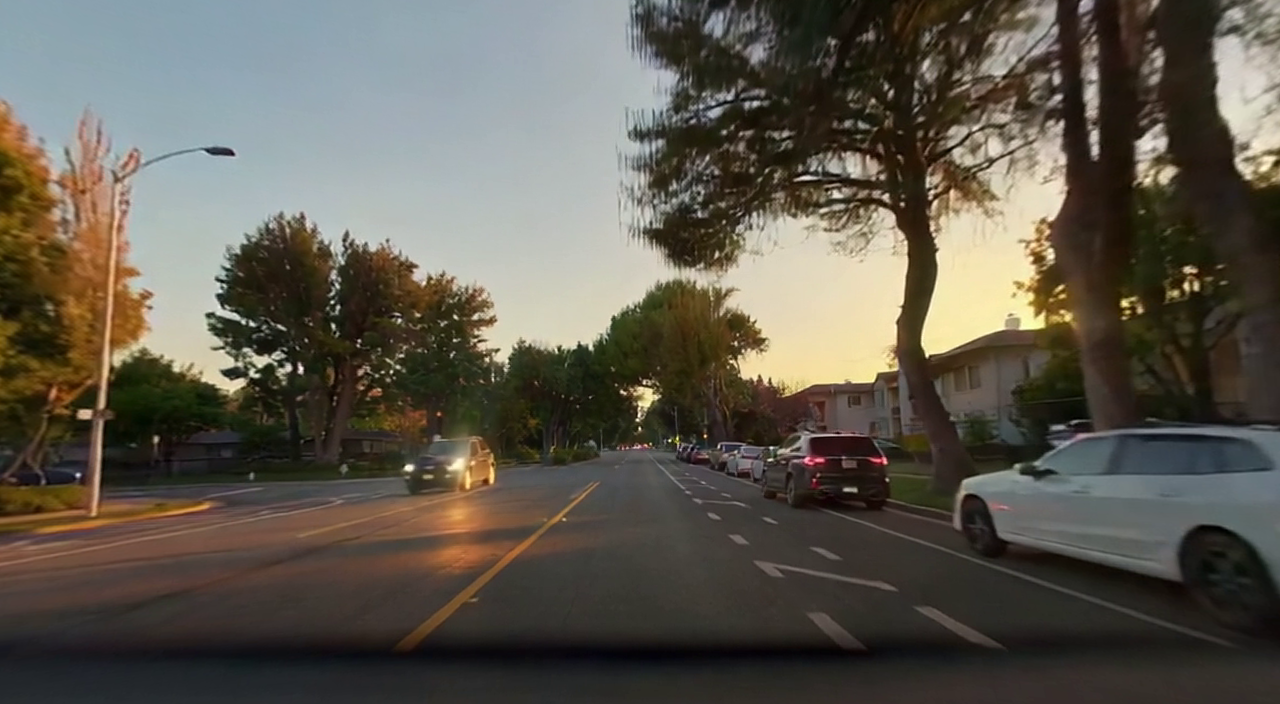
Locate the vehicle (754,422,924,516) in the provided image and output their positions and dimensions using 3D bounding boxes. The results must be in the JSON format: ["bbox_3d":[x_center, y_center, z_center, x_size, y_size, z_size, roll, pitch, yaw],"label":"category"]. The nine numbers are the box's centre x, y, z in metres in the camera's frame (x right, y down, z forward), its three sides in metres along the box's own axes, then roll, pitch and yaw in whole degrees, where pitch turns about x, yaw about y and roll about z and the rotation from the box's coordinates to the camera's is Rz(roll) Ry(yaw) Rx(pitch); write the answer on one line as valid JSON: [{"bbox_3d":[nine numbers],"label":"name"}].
[{"bbox_3d":[4.130,2.511,14.047,2.272,1.744,4.324,0,-9,-1],"label":"vehicle"}]

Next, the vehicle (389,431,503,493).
[{"bbox_3d":[-6.687,3.877,22.681,2.105,1.919,6.049,0,-8,0],"label":"vehicle"}]

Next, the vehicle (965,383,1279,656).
[{"bbox_3d":[5.143,1.295,5.487,2.039,1.752,4.686,0,-9,-1],"label":"vehicle"}]
